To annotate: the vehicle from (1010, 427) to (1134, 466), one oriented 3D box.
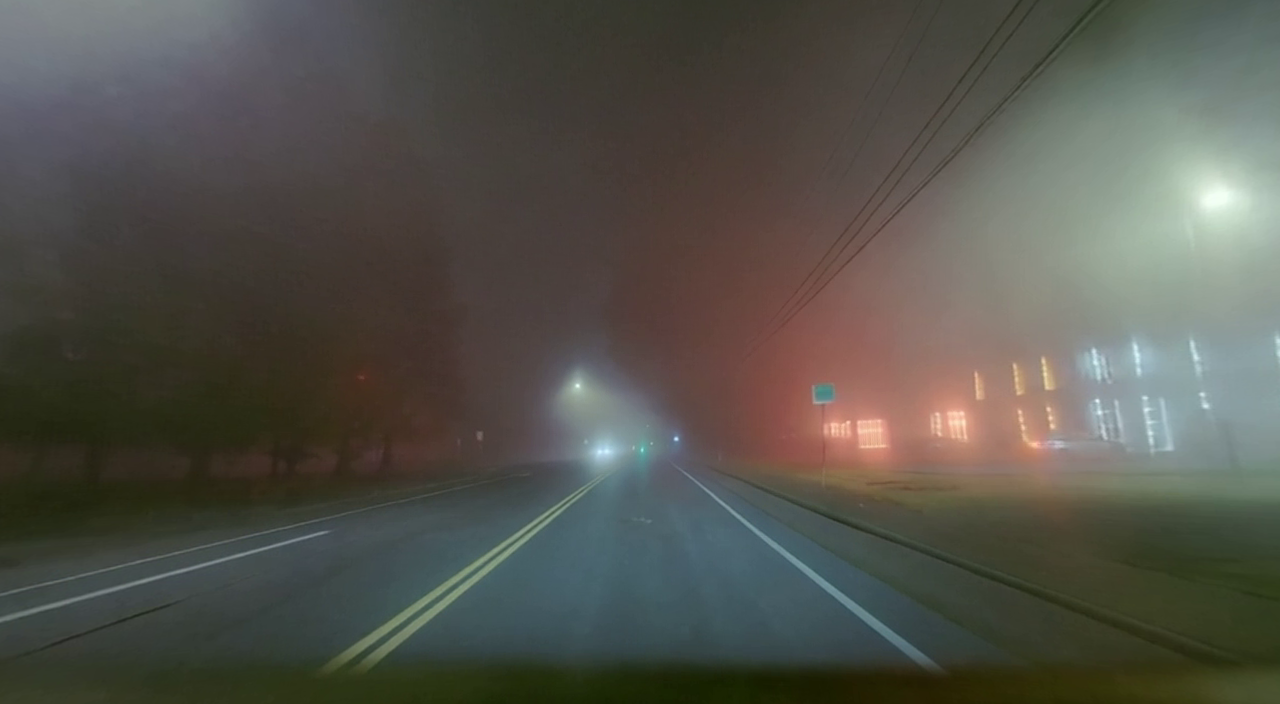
[{"bbox_3d":[20.216,4.452,29.658,4.151,1.730,2.131,0,-9,3],"label":"vehicle"}]
